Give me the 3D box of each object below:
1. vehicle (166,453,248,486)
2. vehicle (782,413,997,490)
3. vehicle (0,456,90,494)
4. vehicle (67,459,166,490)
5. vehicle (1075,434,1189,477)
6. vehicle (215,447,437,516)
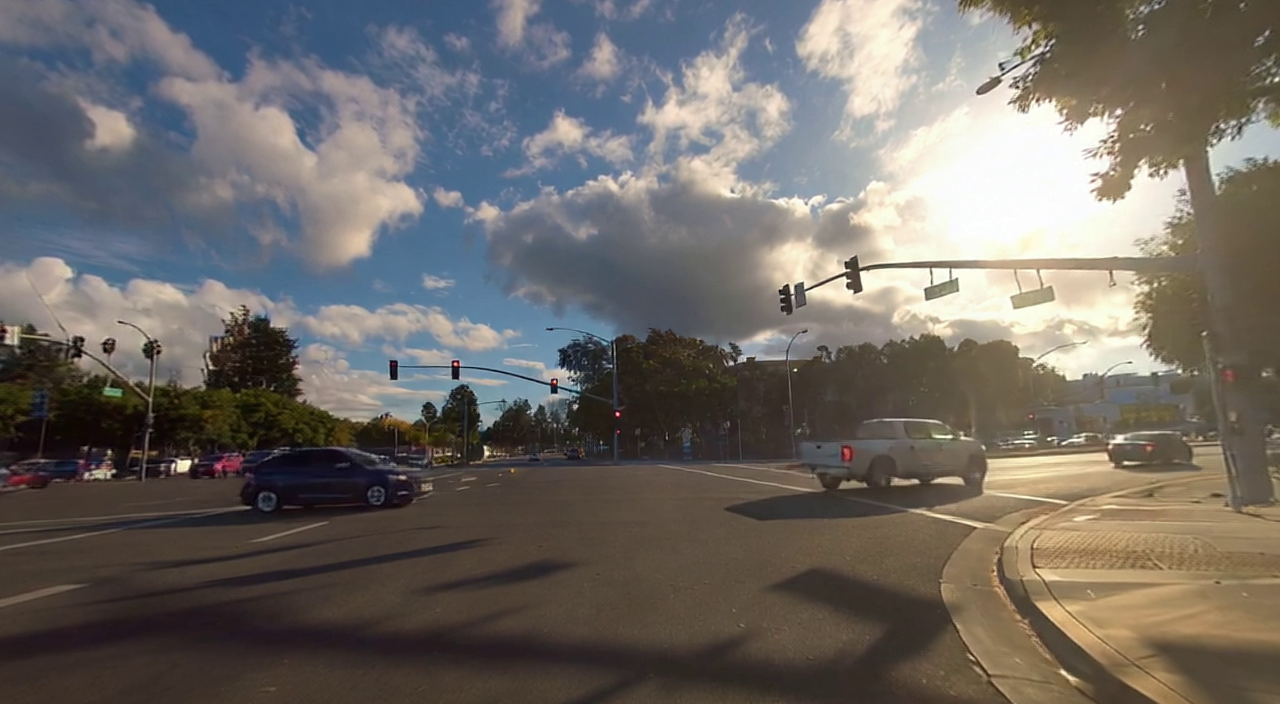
[{"bbox_3d":[-24.979,6.755,36.641,2.081,1.670,4.376,1,-9,-8],"label":"vehicle"},{"bbox_3d":[7.262,2.856,18.335,5.896,1.937,2.358,4,-10,-26],"label":"vehicle"},{"bbox_3d":[-31.195,6.265,32.457,2.142,1.723,4.692,1,-9,-9],"label":"vehicle"},{"bbox_3d":[-28.406,6.626,34.499,1.965,1.448,4.553,1,-9,-9],"label":"vehicle"},{"bbox_3d":[18.564,3.857,23.762,4.728,1.471,1.957,6,-10,-35],"label":"vehicle"},{"bbox_3d":[-7.555,3.052,15.283,4.702,1.468,1.999,-3,-9,19],"label":"vehicle"}]
